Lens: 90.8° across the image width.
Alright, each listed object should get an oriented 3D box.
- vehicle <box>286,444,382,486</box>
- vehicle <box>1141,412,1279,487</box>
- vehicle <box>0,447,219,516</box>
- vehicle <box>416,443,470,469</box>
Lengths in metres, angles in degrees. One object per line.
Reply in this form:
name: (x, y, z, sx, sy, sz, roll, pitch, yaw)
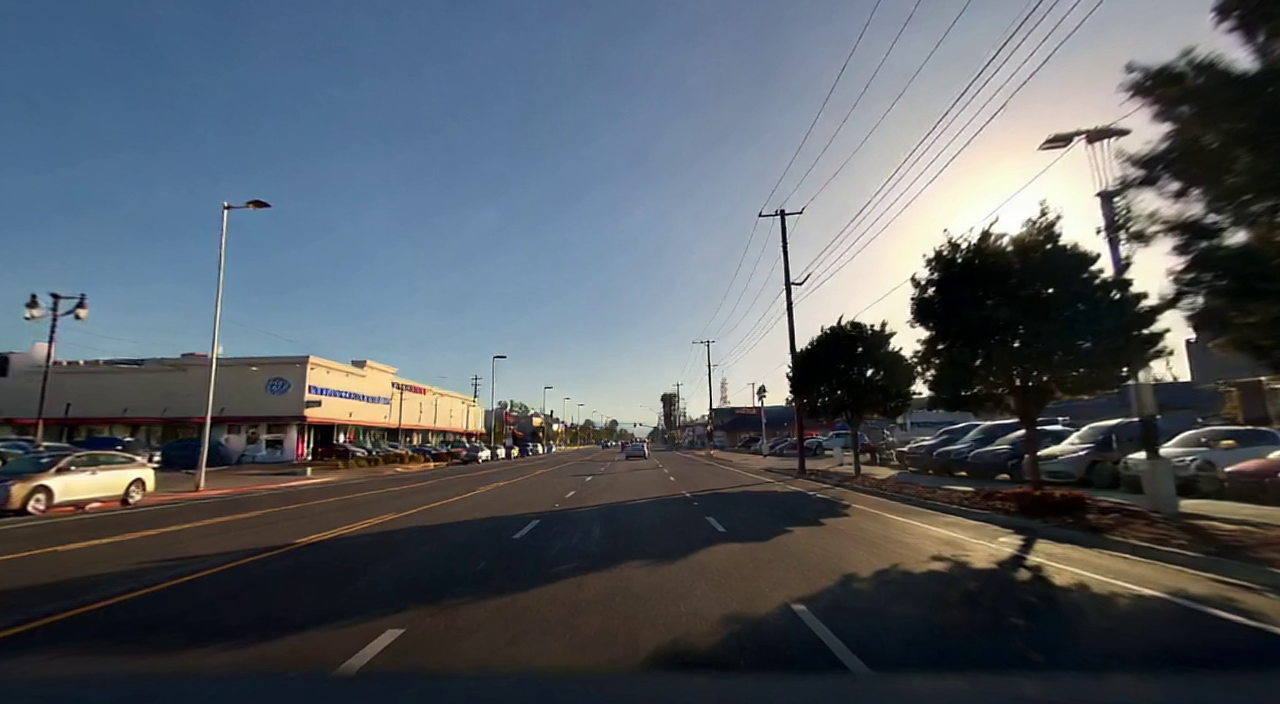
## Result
vehicle: (-13.628, 5.022, 28.487, 1.955, 1.549, 5.009, -2, -8, -1)
vehicle: (14.417, 2.207, 14.403, 4.142, 1.568, 2.103, 0, -8, 2)
vehicle: (-13.499, 3.200, 16.243, 1.921, 1.453, 5.024, 0, -8, 0)
vehicle: (-13.614, 7.210, 43.928, 2.014, 1.523, 5.092, -3, -8, 1)
